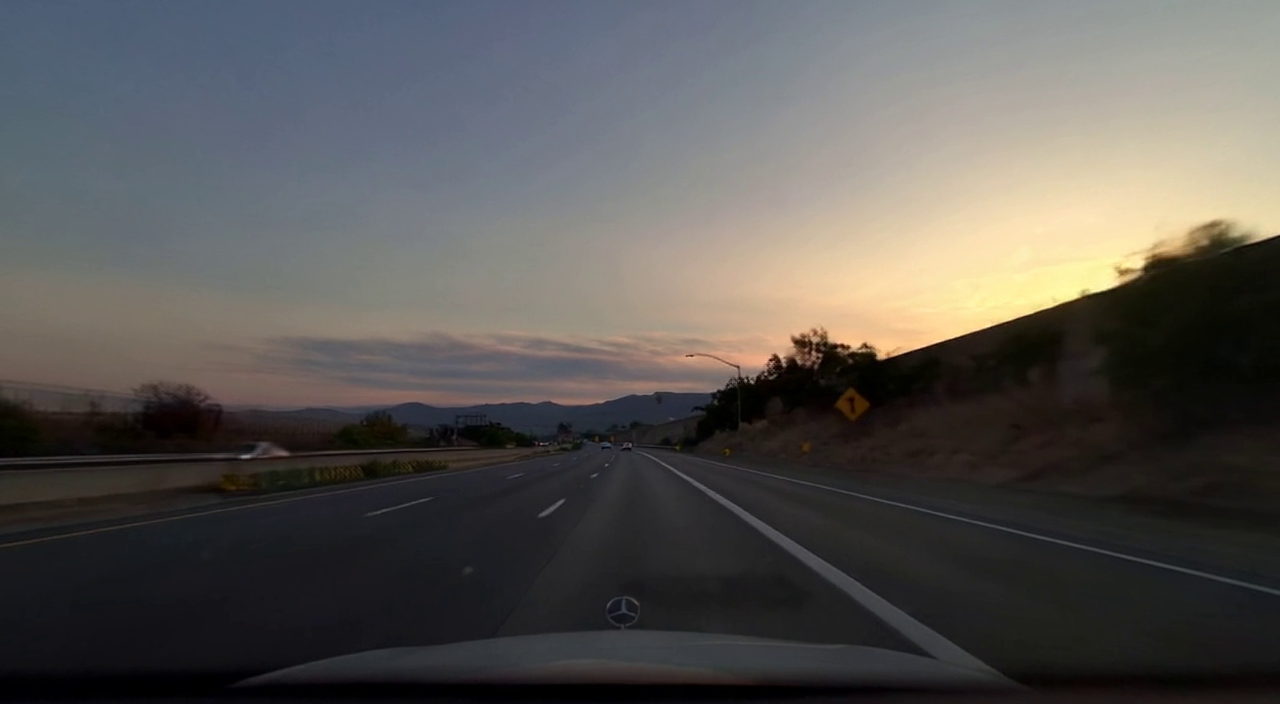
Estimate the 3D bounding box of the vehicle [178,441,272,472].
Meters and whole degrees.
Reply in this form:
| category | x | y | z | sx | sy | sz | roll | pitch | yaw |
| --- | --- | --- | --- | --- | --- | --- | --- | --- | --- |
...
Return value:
| category | x | y | z | sx | sy | sz | roll | pitch | yaw |
| --- | --- | --- | --- | --- | --- | --- | --- | --- | --- |
| vehicle | -21.503 | 5.437 | 32.905 | 1.918 | 1.480 | 4.309 | 0 | -9 | 1 |
